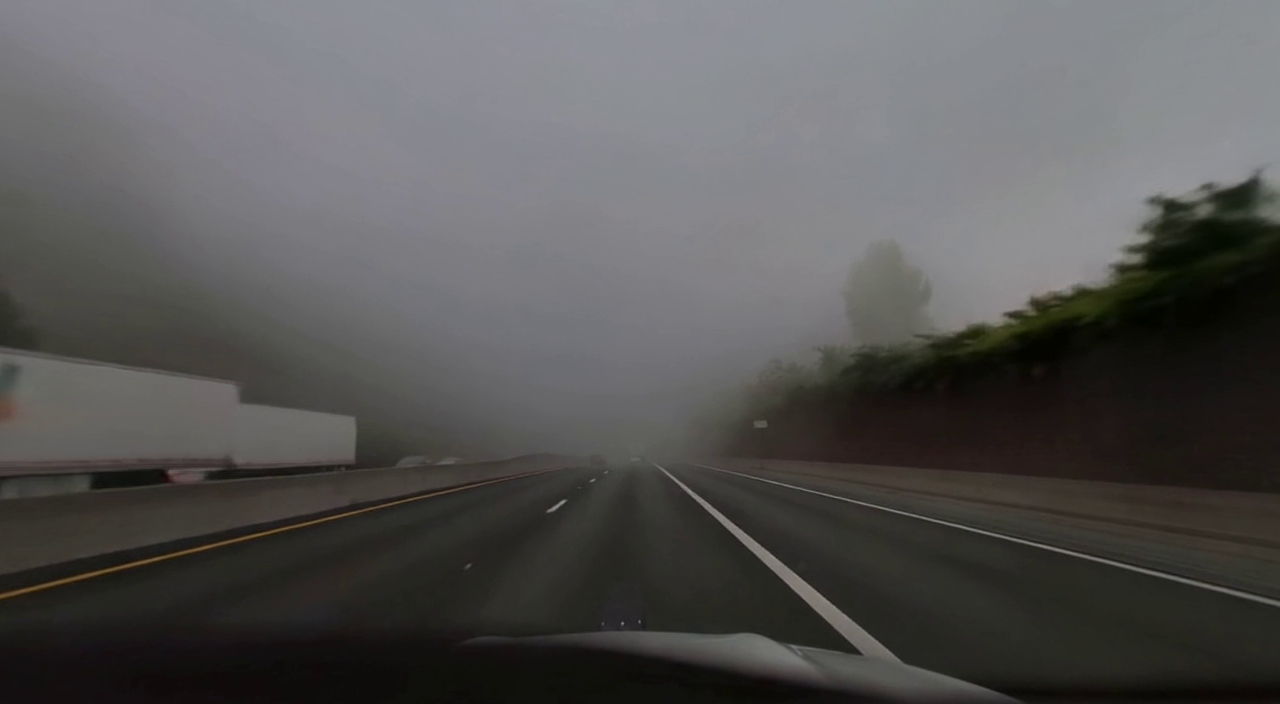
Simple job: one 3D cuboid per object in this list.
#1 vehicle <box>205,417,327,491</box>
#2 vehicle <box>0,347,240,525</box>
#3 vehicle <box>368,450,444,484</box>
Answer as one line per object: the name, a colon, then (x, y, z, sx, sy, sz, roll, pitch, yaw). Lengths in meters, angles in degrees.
vehicle: (-20.012, 5.522, 34.249, 2.891, 3.645, 6.006, 0, -9, -2)
vehicle: (-16.233, 2.145, 15.873, 2.888, 4.057, 14.334, 0, -9, 0)
vehicle: (-11.310, 5.584, 30.799, 2.078, 1.522, 4.275, 0, -9, 0)
